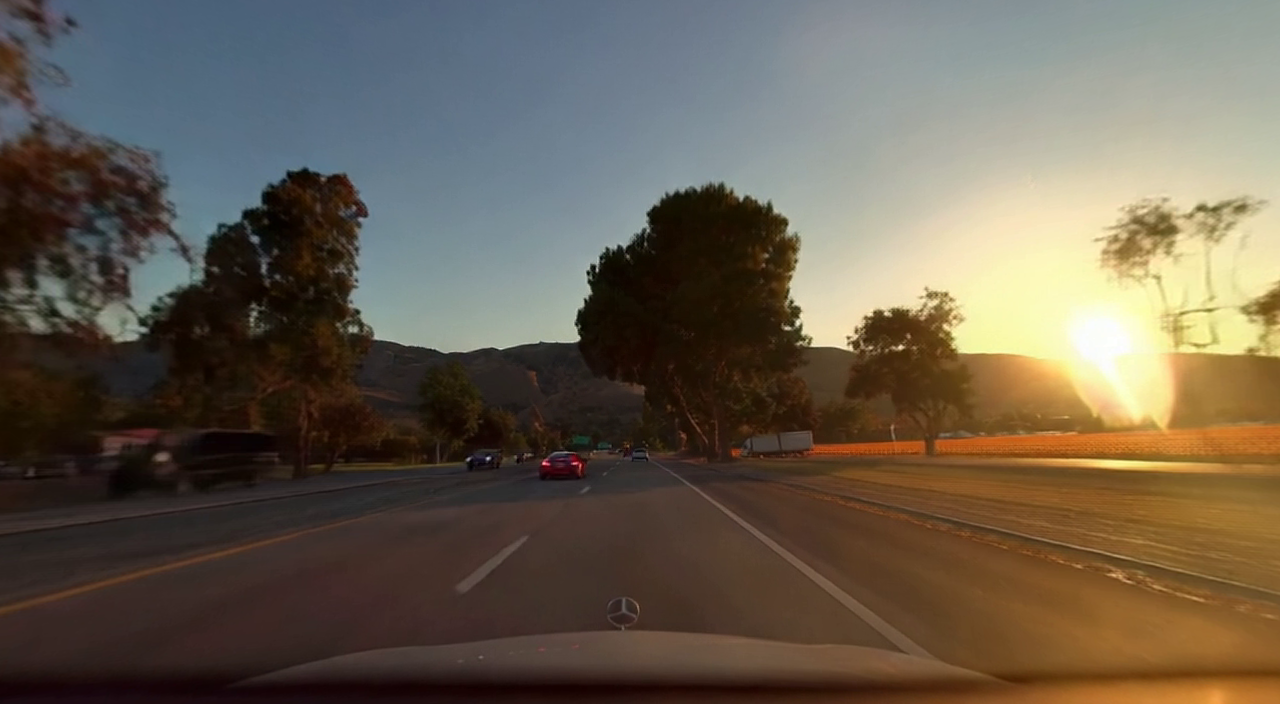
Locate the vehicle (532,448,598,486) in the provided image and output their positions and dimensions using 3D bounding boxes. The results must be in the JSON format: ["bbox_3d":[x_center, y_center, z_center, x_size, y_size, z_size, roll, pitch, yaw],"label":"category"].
[{"bbox_3d":[-3.089,4.877,27.100,2.170,1.451,4.584,0,-9,1],"label":"vehicle"}]

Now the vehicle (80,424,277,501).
[{"bbox_3d":[-16.748,4.050,23.635,2.222,2.428,6.706,0,-9,0],"label":"vehicle"}]
